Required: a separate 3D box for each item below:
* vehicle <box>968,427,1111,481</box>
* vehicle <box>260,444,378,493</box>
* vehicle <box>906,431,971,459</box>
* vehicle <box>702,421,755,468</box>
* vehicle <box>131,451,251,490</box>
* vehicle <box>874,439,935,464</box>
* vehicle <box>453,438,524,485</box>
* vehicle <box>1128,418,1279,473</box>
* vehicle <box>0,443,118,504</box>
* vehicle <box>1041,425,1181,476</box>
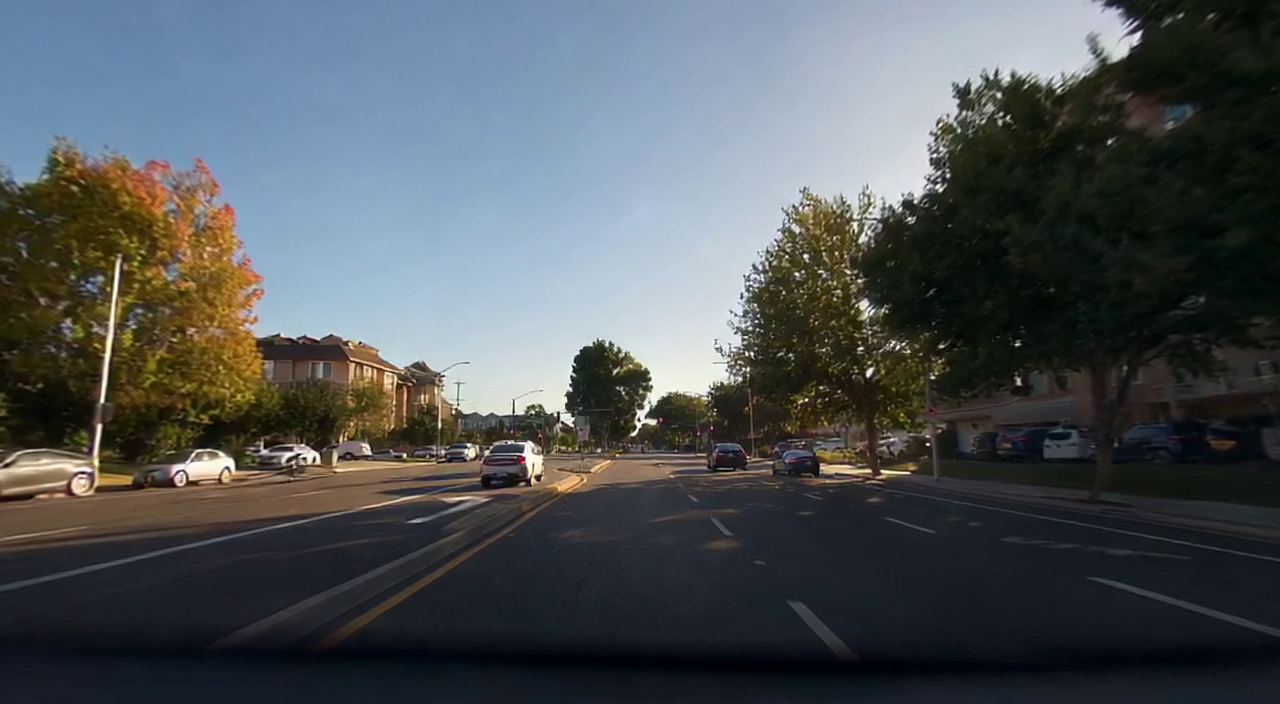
[{"bbox_3d":[14.575,3.751,23.389,2.158,1.736,4.713,-2,-8,0],"label":"vehicle"},{"bbox_3d":[-11.298,4.097,22.537,1.961,1.559,4.269,0,-9,0],"label":"vehicle"},{"bbox_3d":[20.218,6.342,42.899,2.012,1.709,4.574,-1,-9,-2],"label":"vehicle"},{"bbox_3d":[6.564,7.045,47.814,2.802,3.208,7.459,1,-9,-2],"label":"vehicle"},{"bbox_3d":[-18.991,4.999,26.927,1.867,1.475,4.369,0,-9,1],"label":"vehicle"},{"bbox_3d":[17.713,6.636,42.402,1.957,1.501,4.308,-2,-8,-3],"label":"vehicle"},{"bbox_3d":[-5.827,4.259,24.779,2.002,1.635,4.271,1,-9,-4],"label":"vehicle"},{"bbox_3d":[20.175,3.299,22.397,2.020,1.727,4.526,-1,-8,1],"label":"vehicle"},{"bbox_3d":[-18.833,3.611,19.047,2.009,1.692,4.708,0,-9,0],"label":"vehicle"},{"bbox_3d":[17.122,3.623,23.214,1.931,1.699,4.307,0,-9,3],"label":"vehicle"}]
